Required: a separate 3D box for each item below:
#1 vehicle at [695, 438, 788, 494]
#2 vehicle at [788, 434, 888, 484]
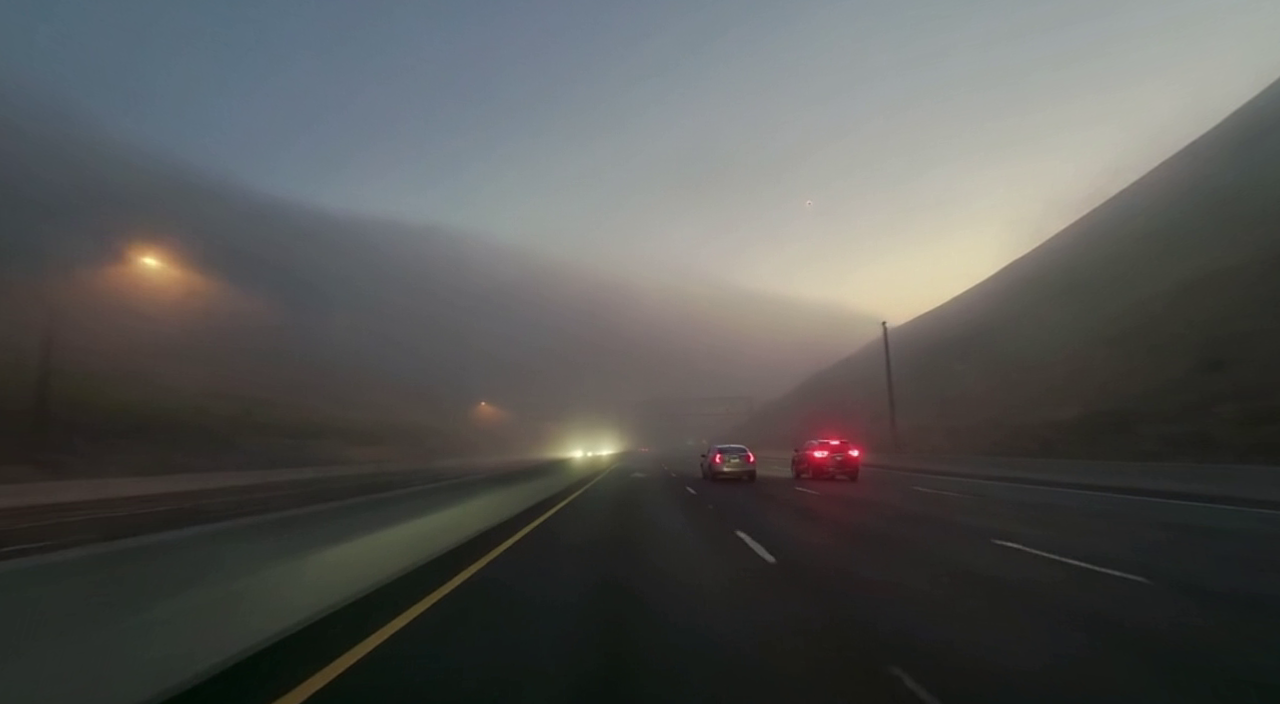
[{"bbox_3d":[2.870,3.336,18.828,2.044,1.444,4.216,0,-8,-1],"label":"vehicle"},{"bbox_3d":[6.807,3.725,22.283,1.988,1.530,4.777,0,-8,0],"label":"vehicle"}]
